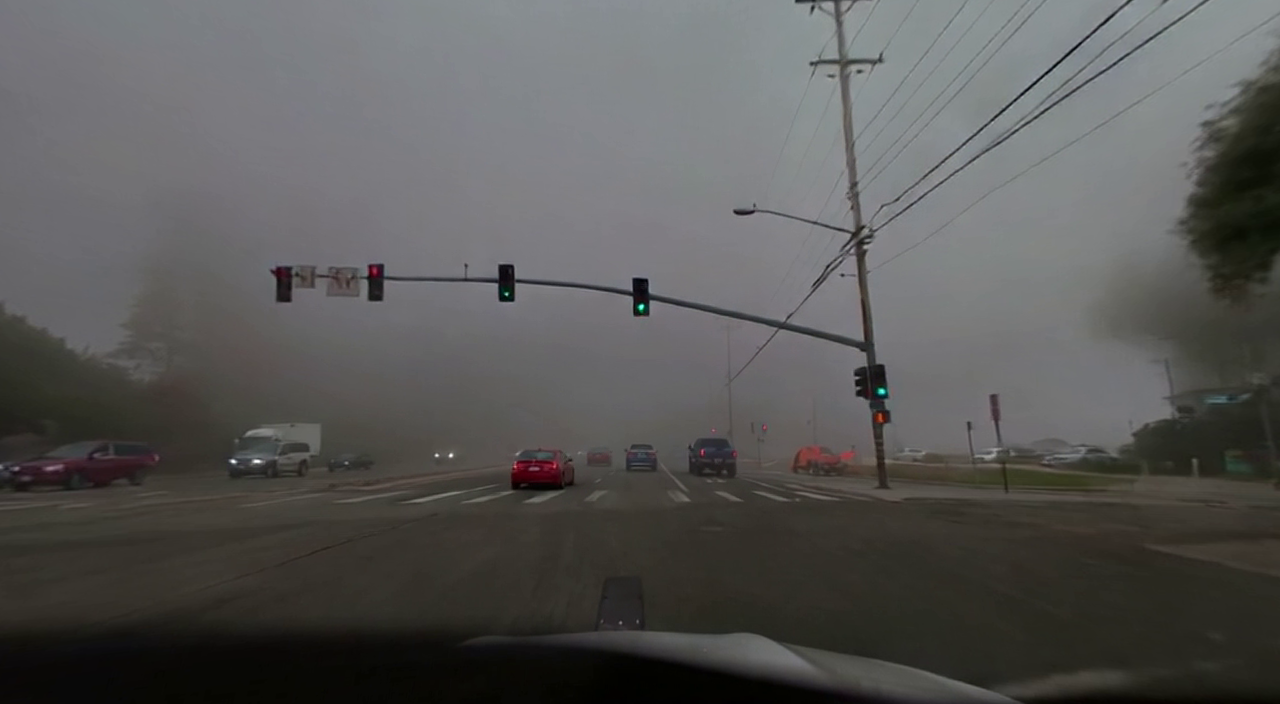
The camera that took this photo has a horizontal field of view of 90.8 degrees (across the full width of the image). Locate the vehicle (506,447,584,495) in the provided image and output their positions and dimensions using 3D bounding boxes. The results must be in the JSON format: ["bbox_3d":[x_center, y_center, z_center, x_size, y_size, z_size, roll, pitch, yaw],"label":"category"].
[{"bbox_3d":[-3.185,4.088,22.142,1.939,1.494,4.499,0,-9,1],"label":"vehicle"}]

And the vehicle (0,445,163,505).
[{"bbox_3d":[-18.173,3.868,20.358,1.958,1.683,4.559,0,-9,1],"label":"vehicle"}]

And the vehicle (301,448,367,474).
[{"bbox_3d":[-20.812,7.434,43.205,2.129,1.668,4.614,-1,-9,1],"label":"vehicle"}]

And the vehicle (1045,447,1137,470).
[{"bbox_3d":[30.757,7.236,43.214,1.868,1.447,4.690,5,-10,-29],"label":"vehicle"}]

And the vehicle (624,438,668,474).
[{"bbox_3d":[0.388,6.591,40.313,2.643,2.145,5.585,0,-9,1],"label":"vehicle"}]

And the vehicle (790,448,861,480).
[{"bbox_3d":[10.421,6.303,35.845,2.010,1.633,4.246,2,-9,-12],"label":"vehicle"}]

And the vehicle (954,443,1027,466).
[{"bbox_3d":[27.489,8.063,49.722,2.012,1.701,4.524,5,-10,-31],"label":"vehicle"}]

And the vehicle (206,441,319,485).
[{"bbox_3d":[-17.699,5.211,30.004,2.000,1.894,5.301,0,-9,1],"label":"vehicle"}]

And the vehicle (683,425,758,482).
[{"bbox_3d":[3.975,5.238,32.883,2.905,2.636,6.895,0,-9,-1],"label":"vehicle"}]
